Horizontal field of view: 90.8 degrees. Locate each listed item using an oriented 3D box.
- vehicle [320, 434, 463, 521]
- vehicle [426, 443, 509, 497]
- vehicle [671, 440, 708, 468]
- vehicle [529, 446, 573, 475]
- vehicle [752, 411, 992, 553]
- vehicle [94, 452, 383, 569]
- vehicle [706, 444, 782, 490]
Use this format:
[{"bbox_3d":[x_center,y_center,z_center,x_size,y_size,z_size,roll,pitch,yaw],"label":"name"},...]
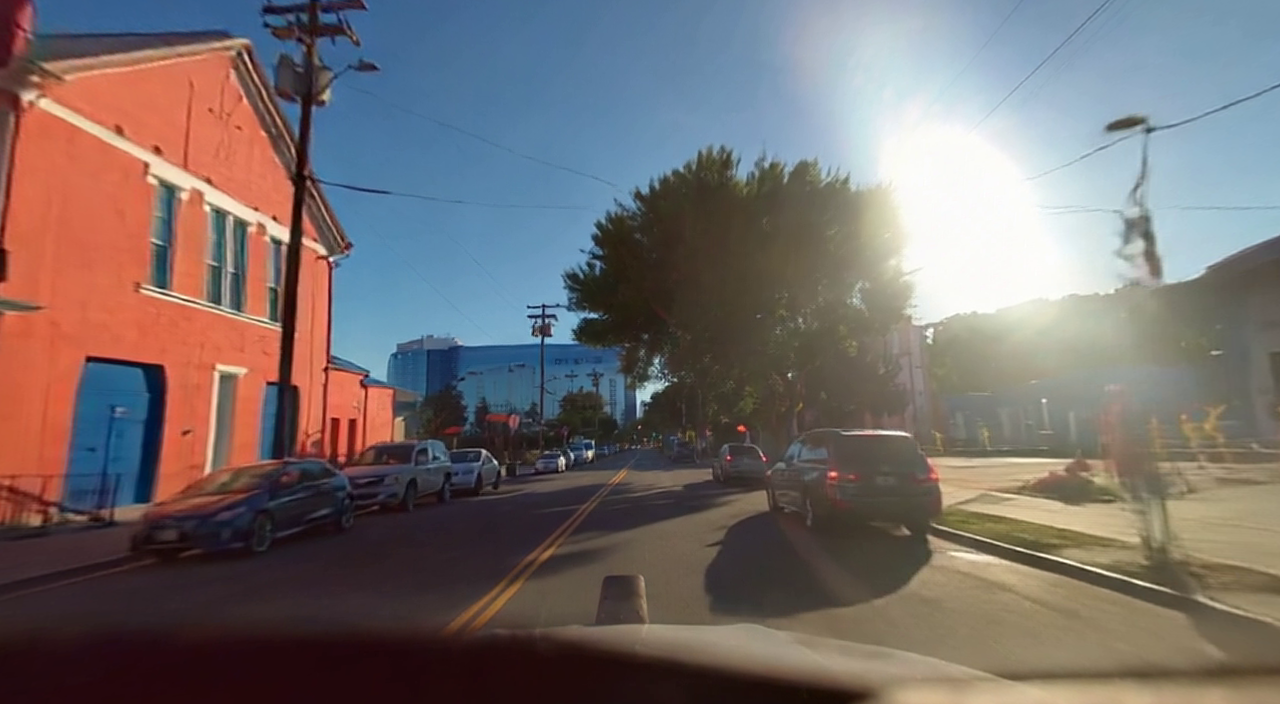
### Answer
[{"bbox_3d":[-6.172,3.134,16.358,1.983,1.809,4.503,-2,-9,-1],"label":"vehicle"},{"bbox_3d":[-6.103,4.219,22.829,1.906,1.623,4.057,-4,-9,-1],"label":"vehicle"},{"bbox_3d":[3.587,7.490,46.534,2.313,1.937,5.092,0,-9,0],"label":"vehicle"},{"bbox_3d":[-5.674,6.966,40.768,1.910,1.488,3.999,-4,-7,5],"label":"vehicle"},{"bbox_3d":[3.423,2.040,10.564,2.182,1.824,4.622,0,-9,-1],"label":"vehicle"},{"bbox_3d":[-6.221,2.445,10.609,1.844,1.486,4.474,-1,-9,1],"label":"vehicle"},{"bbox_3d":[3.647,4.136,23.030,1.942,1.476,4.739,0,-9,-1],"label":"vehicle"}]
